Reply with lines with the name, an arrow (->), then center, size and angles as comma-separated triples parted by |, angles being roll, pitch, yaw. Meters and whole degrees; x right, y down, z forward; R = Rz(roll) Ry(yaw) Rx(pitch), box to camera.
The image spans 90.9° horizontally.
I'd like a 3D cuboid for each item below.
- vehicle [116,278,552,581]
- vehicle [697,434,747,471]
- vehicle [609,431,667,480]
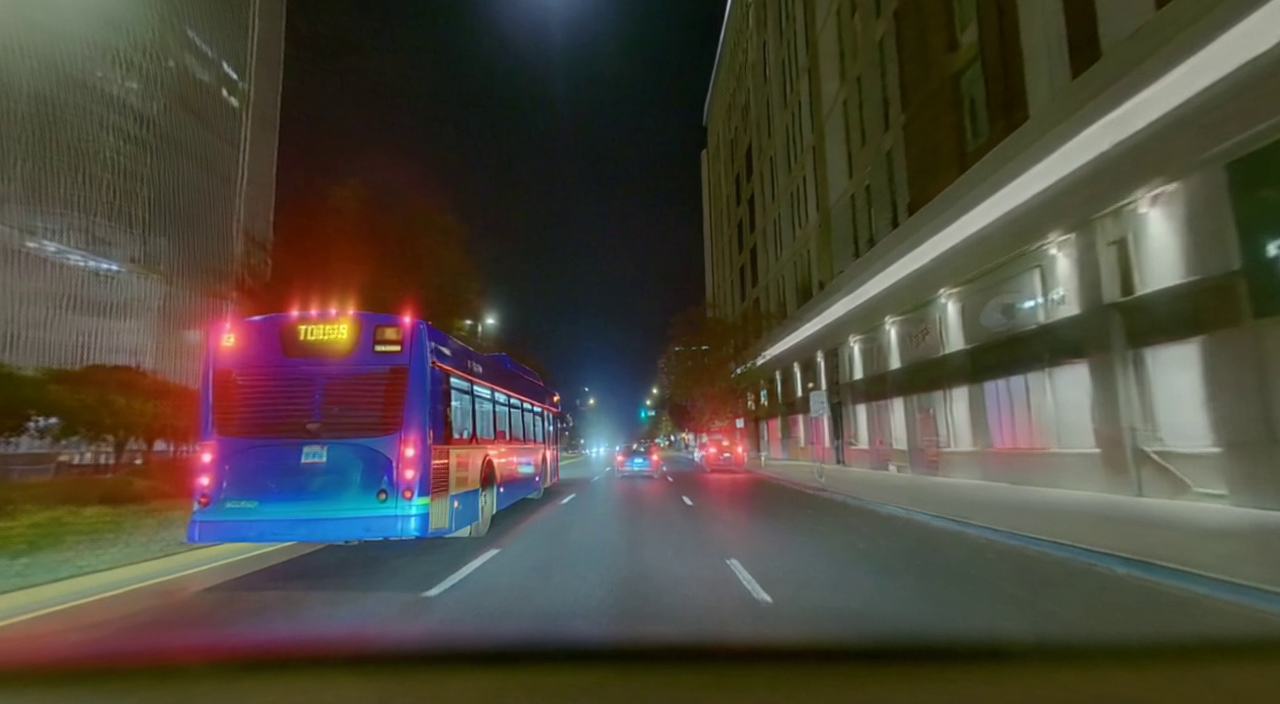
vehicle -> -3.500, 1.136, 10.353 | 2.920, 2.884, 8.588 | 0, -6, 0
vehicle -> 4.222, 5.282, 33.251 | 2.138, 1.787, 4.522 | 0, -8, 2
vehicle -> -0.047, 4.045, 24.866 | 2.120, 1.727, 3.917 | 0, -8, 1
